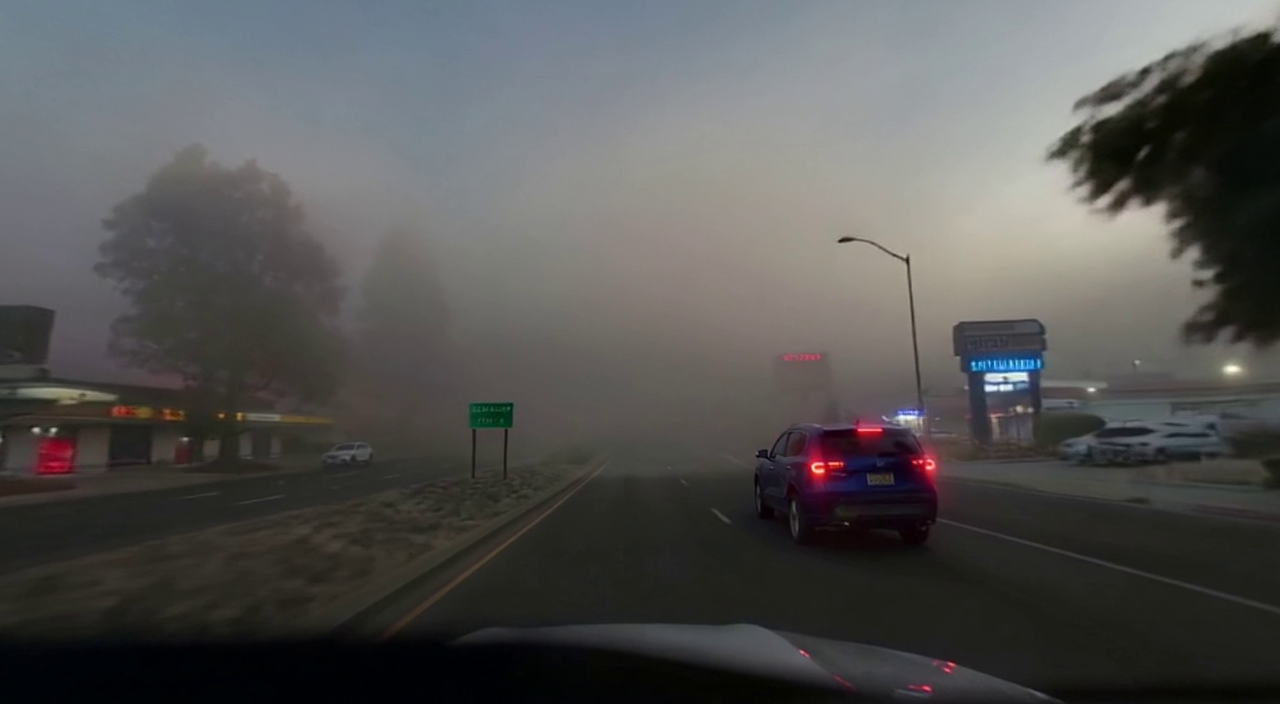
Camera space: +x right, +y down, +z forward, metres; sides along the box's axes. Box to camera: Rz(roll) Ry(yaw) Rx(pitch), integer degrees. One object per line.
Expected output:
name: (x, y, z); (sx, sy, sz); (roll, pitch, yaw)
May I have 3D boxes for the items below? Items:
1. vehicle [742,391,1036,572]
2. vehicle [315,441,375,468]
vehicle: (2.873, 1.639, 8.712); (2.130, 1.790, 4.615); (0, -8, 0)
vehicle: (-19.462, 6.761, 41.871); (1.988, 1.634, 4.301); (0, -8, -1)
